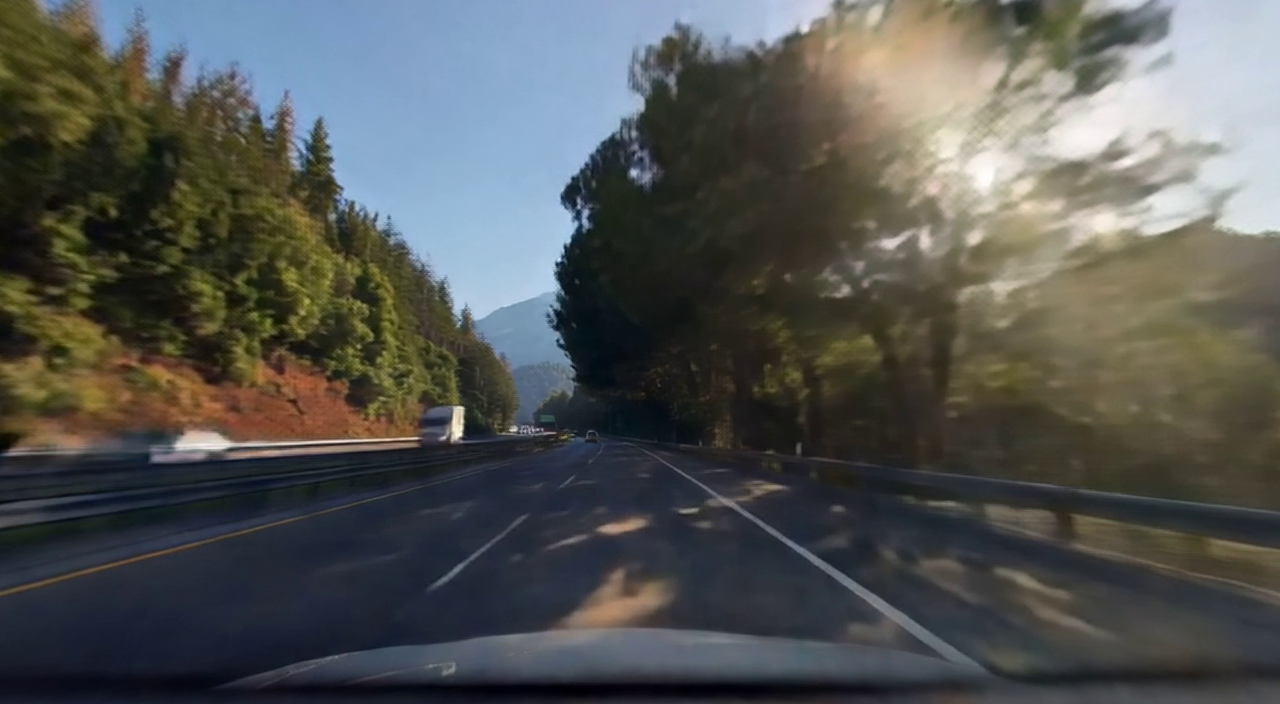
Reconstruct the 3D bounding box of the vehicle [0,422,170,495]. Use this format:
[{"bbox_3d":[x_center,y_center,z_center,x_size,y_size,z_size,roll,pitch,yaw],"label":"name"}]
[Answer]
[{"bbox_3d":[-13.656,2.413,14.699,2.018,1.442,4.422,0,-8,-1],"label":"vehicle"}]
